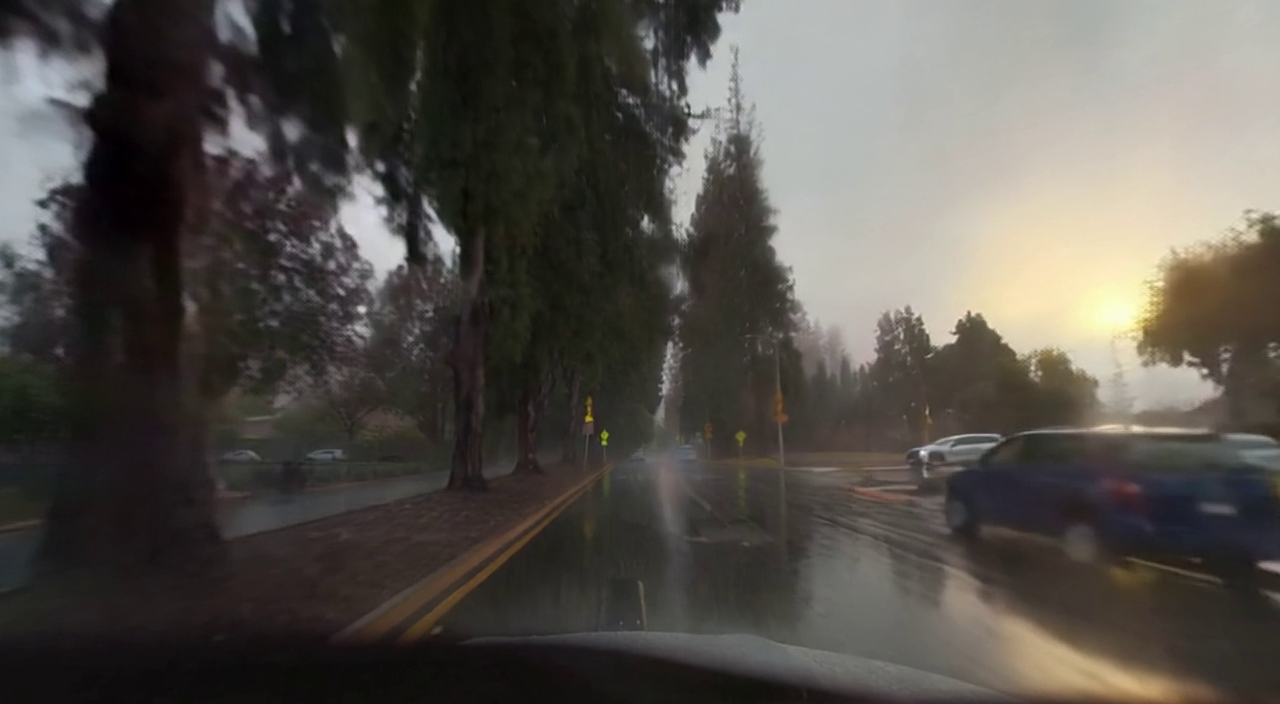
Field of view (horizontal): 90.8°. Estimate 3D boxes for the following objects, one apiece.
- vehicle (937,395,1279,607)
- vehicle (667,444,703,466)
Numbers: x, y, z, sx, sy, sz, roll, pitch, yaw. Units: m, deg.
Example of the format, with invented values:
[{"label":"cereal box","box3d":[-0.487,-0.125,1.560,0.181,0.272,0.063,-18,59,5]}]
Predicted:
[{"label":"vehicle","box3d":[6.509,1.791,8.643,2.081,1.967,5.211,0,-9,-3]},{"label":"vehicle","box3d":[3.158,7.376,45.356,2.142,1.501,4.273,0,-9,-1]}]
